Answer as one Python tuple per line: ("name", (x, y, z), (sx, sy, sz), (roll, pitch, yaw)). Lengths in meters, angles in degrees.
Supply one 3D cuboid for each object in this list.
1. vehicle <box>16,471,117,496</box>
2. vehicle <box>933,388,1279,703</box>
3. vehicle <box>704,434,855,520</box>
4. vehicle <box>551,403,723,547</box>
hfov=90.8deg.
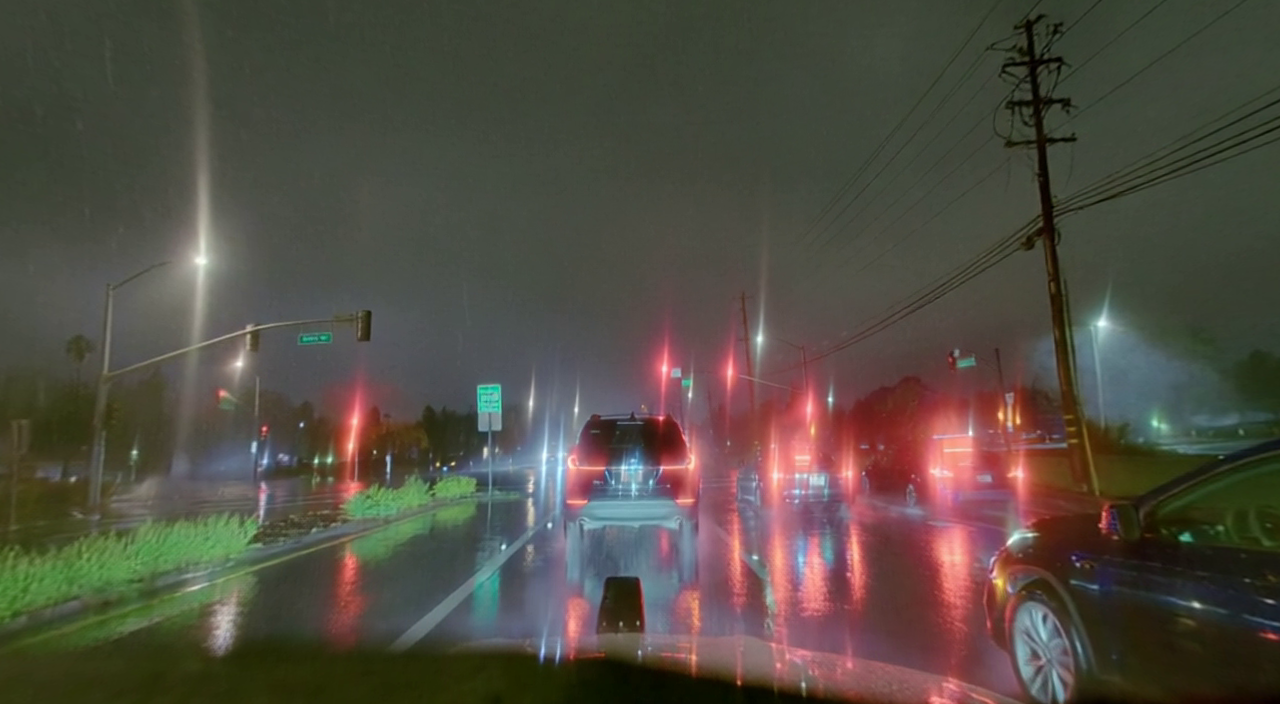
("vehicle", (-38.331, 8.776, 42.324), (4.569, 1.505, 1.992), (0, -9, -5))
("vehicle", (2.731, 0.796, 1.479), (2.004, 1.460, 4.297), (0, -9, 0))
("vehicle", (2.671, 2.510, 13.283), (2.025, 1.477, 4.333), (0, -8, -2))
("vehicle", (-0.117, 1.971, 10.764), (2.236, 1.856, 4.816), (0, -9, -2))
